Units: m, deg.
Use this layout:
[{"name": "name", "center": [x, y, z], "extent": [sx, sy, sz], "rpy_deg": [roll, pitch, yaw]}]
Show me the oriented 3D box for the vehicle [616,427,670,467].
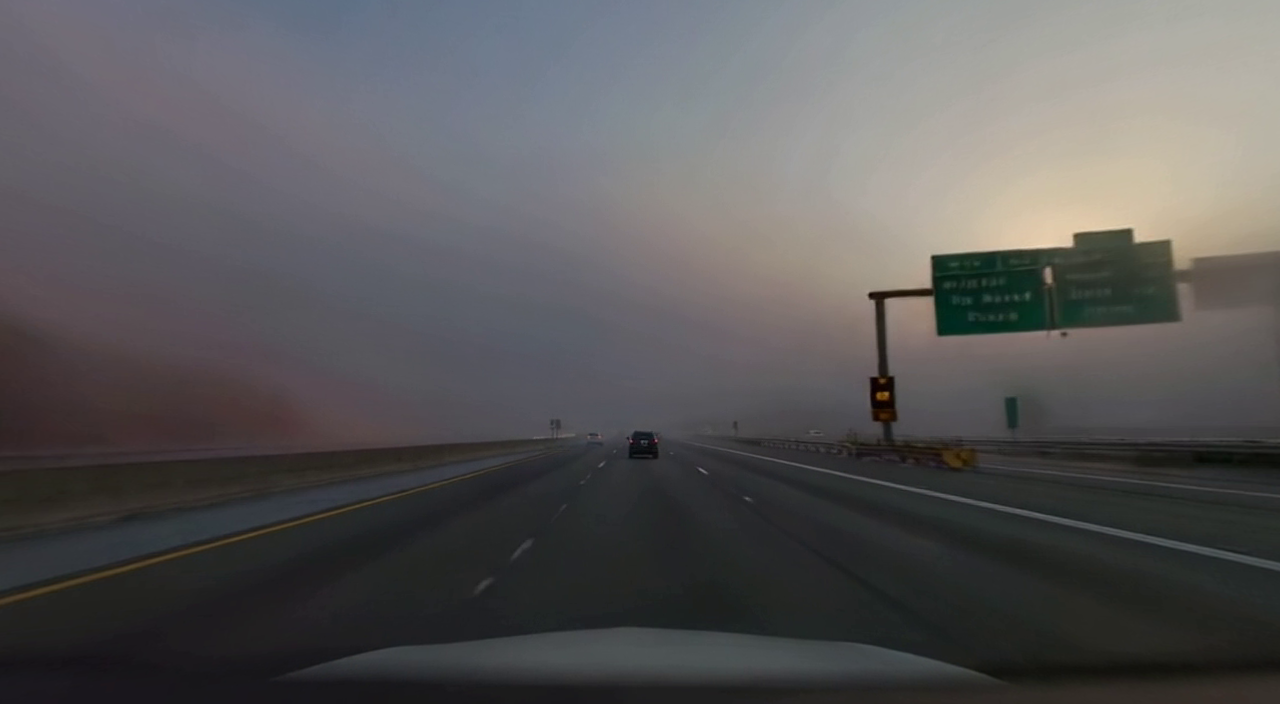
[{"name": "vehicle", "center": [0.062, 3.952, 26.474], "extent": [2.086, 1.554, 3.875], "rpy_deg": [0, -8, -2]}]
